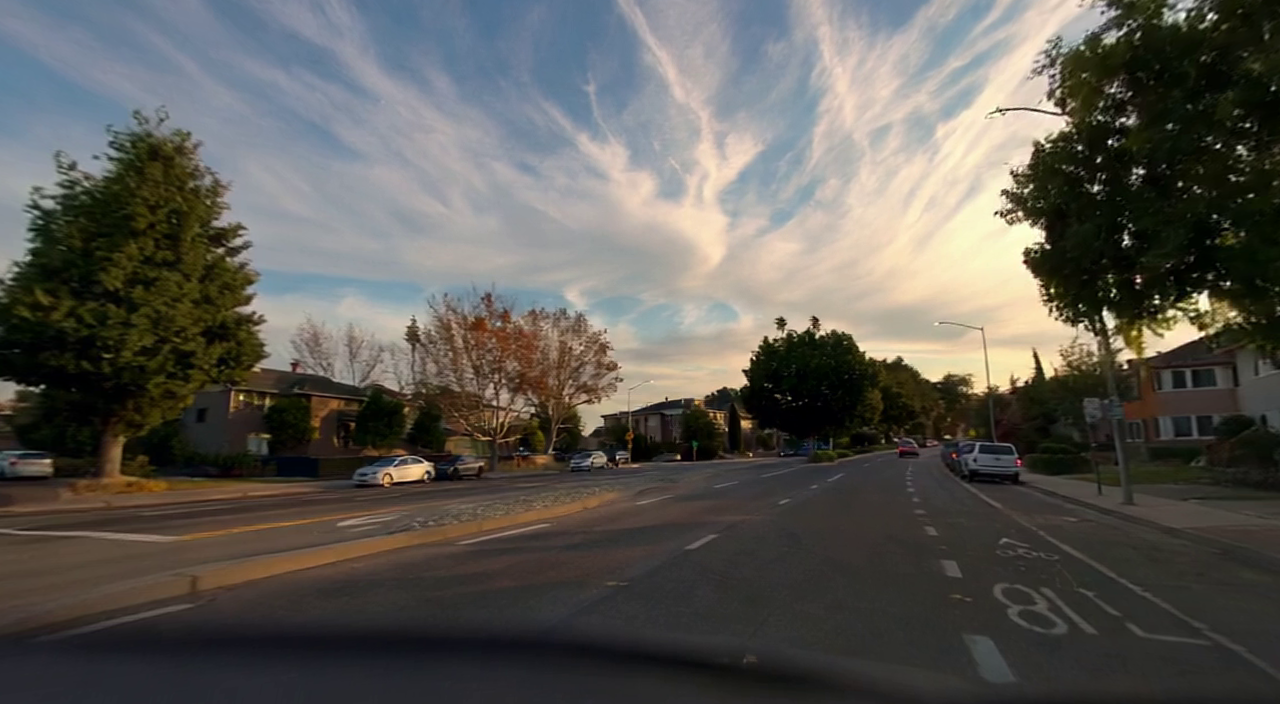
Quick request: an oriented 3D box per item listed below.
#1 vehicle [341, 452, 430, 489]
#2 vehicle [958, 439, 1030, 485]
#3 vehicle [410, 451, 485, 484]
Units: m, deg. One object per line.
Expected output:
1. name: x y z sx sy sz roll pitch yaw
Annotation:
1. vehicle: -13.125 6.115 32.844 1.809 1.677 4.253 -3 -9 21
2. vehicle: 13.959 4.323 25.098 2.011 1.649 4.001 -4 -9 23
3. vehicle: -11.344 6.785 37.390 1.886 1.777 4.273 -4 -9 23
